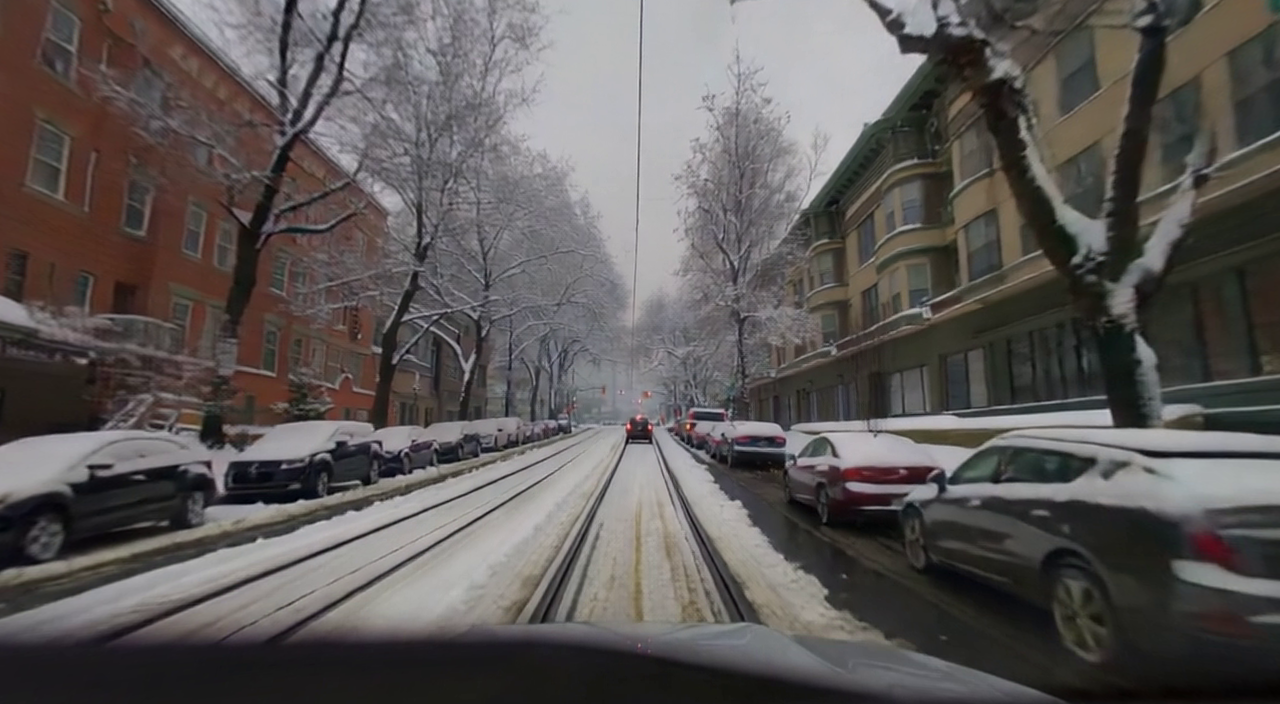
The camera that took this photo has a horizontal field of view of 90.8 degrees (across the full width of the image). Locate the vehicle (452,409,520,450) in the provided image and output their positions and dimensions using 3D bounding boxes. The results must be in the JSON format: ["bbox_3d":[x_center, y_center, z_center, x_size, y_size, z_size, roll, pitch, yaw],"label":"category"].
[{"bbox_3d":[-7.331,3.815,30.606,2.049,1.821,5.066,0,-8,0],"label":"vehicle"}]

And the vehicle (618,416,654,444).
[{"bbox_3d":[-0.217,4.561,36.637,1.984,1.571,3.404,0,-8,-1],"label":"vehicle"}]

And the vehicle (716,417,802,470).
[{"bbox_3d":[3.805,3.053,21.019,1.890,1.559,4.281,0,-8,-2],"label":"vehicle"}]

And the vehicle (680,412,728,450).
[{"bbox_3d":[3.703,4.640,37.895,2.242,2.000,6.340,1,-5,0],"label":"vehicle"}]

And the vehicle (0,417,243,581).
[{"bbox_3d":[-7.327,1.682,8.241,1.779,1.588,3.953,2,-7,-2],"label":"vehicle"}]

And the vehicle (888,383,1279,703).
[{"bbox_3d":[3.920,1.323,5.309,1.929,1.723,4.134,0,-8,-1],"label":"vehicle"}]

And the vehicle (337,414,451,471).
[{"bbox_3d":[-7.356,2.852,19.435,1.756,1.492,4.426,2,-10,-1],"label":"vehicle"}]

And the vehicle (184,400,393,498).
[{"bbox_3d":[-7.391,2.142,13.981,1.861,1.751,4.550,1,-9,2],"label":"vehicle"}]
